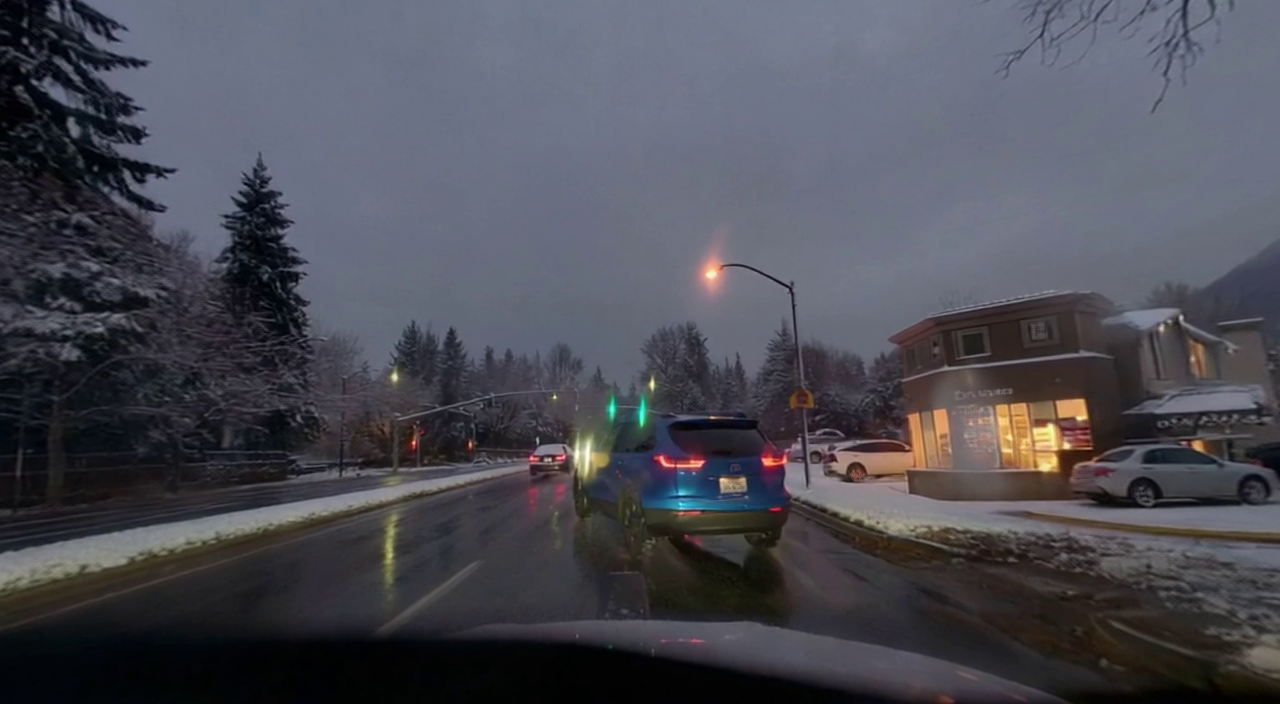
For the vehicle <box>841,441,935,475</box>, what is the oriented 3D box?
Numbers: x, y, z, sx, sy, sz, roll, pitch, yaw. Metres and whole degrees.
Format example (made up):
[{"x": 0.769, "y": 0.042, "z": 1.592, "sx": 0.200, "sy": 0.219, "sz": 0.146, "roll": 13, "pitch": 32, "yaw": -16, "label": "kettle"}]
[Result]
[{"x": 12.119, "y": 5.181, "z": 30.806, "sx": 3.811, "sy": 1.557, "sz": 1.800, "roll": 1, "pitch": -9, "yaw": -10, "label": "vehicle"}]

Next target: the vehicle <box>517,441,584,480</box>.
[{"x": -3.630, "y": 4.487, "z": 26.204, "sx": 2.026, "sy": 1.466, "sz": 4.282, "roll": 0, "pitch": -8, "yaw": 2, "label": "vehicle"}]

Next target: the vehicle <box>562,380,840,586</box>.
[{"x": 0.399, "y": 1.616, "z": 8.560, "sx": 2.052, "sy": 1.955, "sz": 4.642, "roll": 3, "pitch": -9, "yaw": -17, "label": "vehicle"}]
